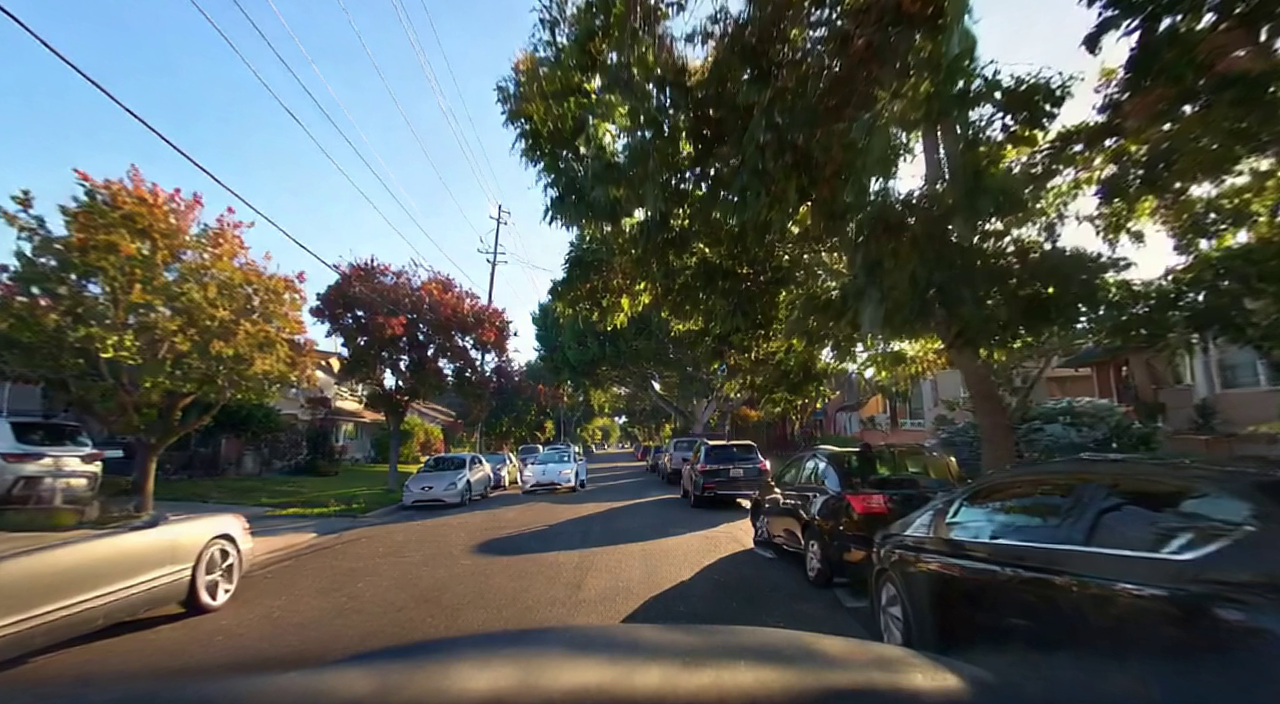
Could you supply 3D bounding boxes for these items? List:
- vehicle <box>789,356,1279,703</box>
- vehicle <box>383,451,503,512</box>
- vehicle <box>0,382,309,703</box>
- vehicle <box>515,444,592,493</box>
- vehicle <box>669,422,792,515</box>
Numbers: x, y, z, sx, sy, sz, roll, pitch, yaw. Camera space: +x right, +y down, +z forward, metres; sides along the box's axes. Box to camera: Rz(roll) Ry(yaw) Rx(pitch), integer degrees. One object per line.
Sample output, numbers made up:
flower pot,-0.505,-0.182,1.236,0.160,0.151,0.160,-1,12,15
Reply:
vehicle,2.296,0.987,2.695,2.034,1.530,4.790,0,-9,-1
vehicle,-5.321,3.528,17.702,1.932,1.431,4.198,-1,-9,1
vehicle,-4.589,1.259,4.408,2.110,1.875,4.603,0,-8,-1
vehicle,-2.911,4.030,22.334,2.060,1.525,4.876,0,-8,0
vehicle,1.950,2.704,15.137,2.032,1.839,4.597,1,-9,-3
